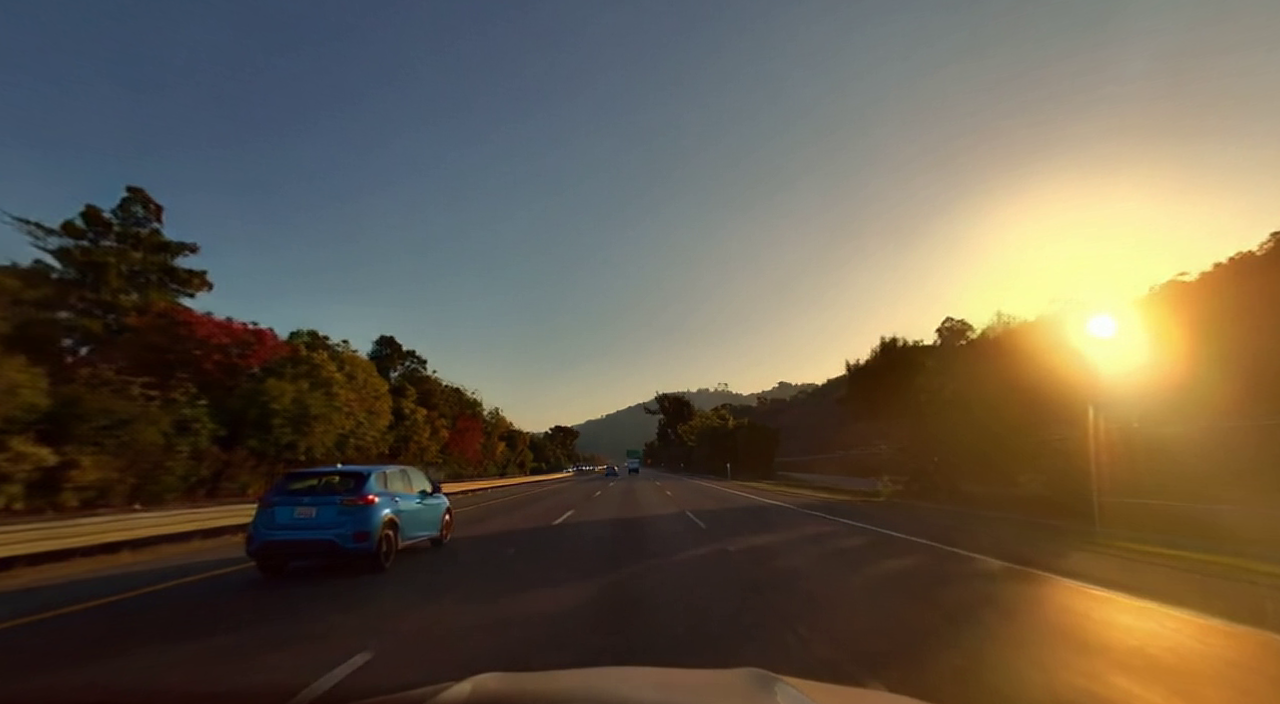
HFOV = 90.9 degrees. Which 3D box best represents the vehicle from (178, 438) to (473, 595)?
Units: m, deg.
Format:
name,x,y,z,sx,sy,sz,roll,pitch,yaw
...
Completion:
name,x,y,z,sx,sy,sz,roll,pitch,yaw
vehicle,-3.721,2.033,8.442,1.797,1.532,4.072,1,-10,0
